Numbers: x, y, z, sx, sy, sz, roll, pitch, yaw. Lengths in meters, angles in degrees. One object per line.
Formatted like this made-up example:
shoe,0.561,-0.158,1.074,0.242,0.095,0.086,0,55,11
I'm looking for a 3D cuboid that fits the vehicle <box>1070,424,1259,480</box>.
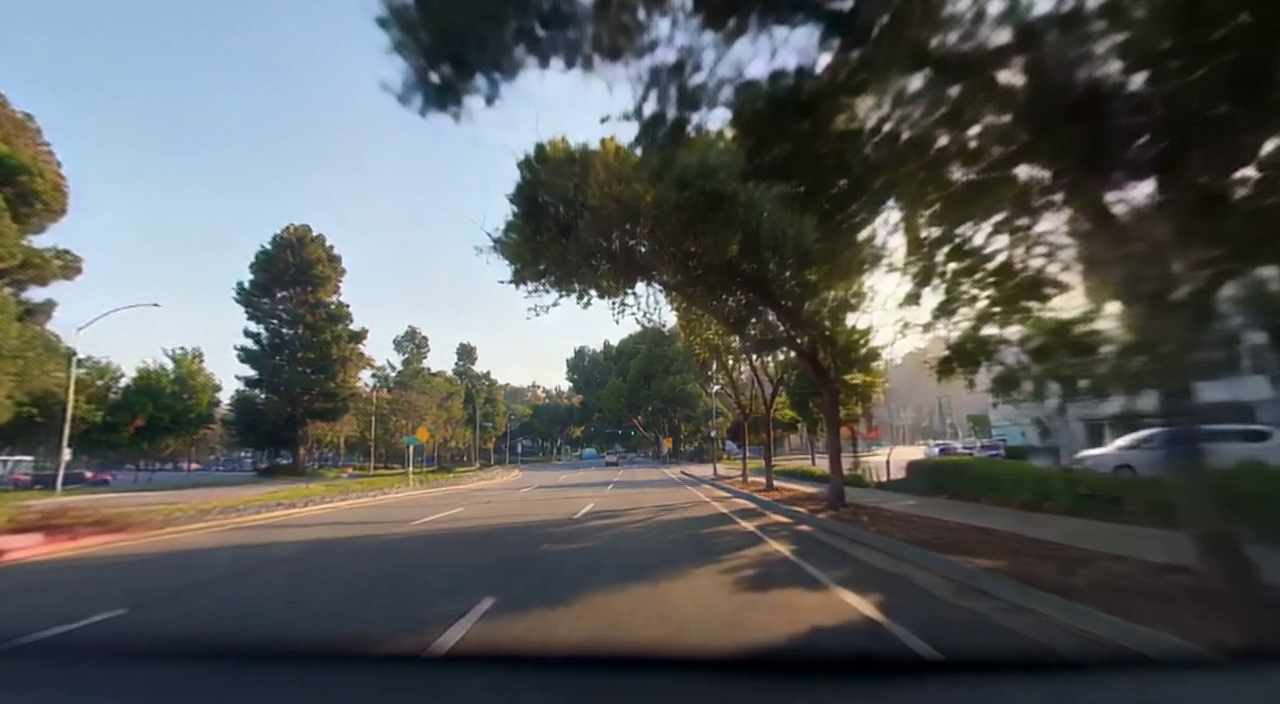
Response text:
vehicle,14.119,2.723,17.147,3.641,1.408,1.584,0,-9,1
